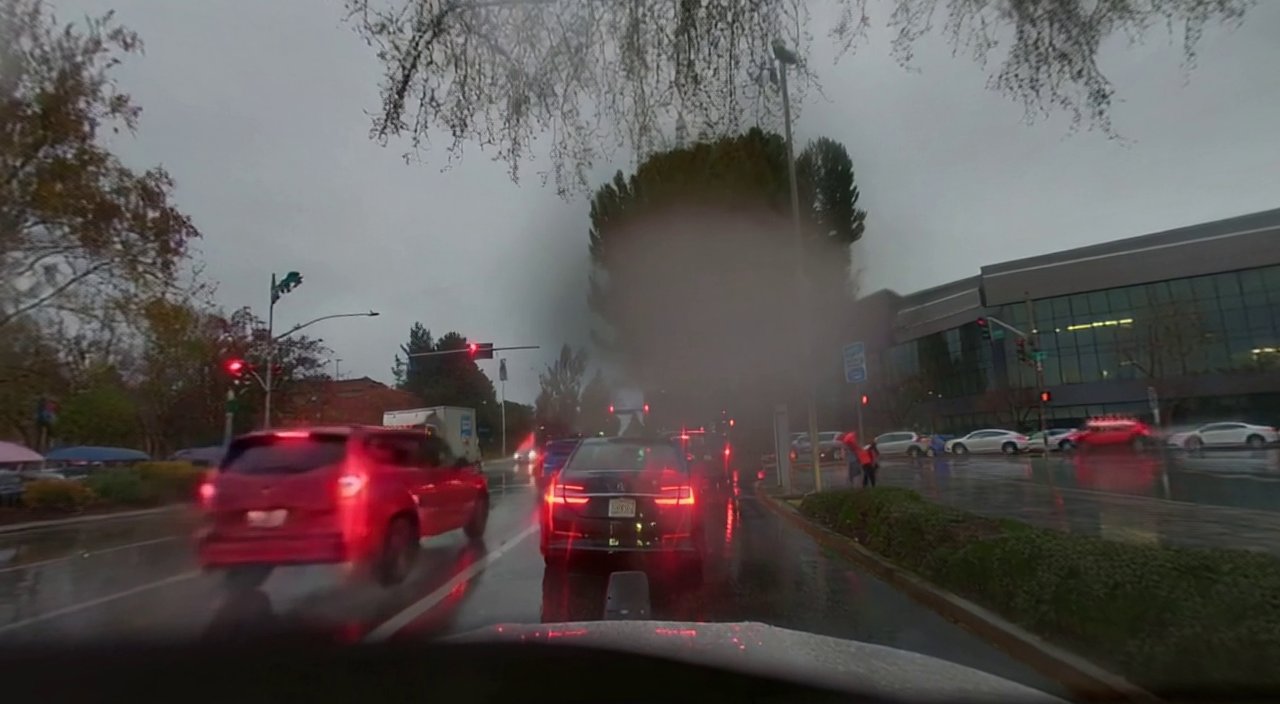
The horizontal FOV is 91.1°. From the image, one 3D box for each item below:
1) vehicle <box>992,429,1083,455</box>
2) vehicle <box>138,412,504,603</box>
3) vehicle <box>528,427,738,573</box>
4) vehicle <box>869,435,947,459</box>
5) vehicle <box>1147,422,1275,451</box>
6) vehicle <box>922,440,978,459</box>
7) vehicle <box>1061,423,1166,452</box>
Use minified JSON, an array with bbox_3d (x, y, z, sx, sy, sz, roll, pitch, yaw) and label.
[{"bbox_3d":[23.806,5.436,37.741,4.454,1.440,1.816,-5,-10,30],"label":"vehicle"},{"bbox_3d":[-3.330,1.718,7.910,2.040,1.660,4.609,0,-9,2],"label":"vehicle"},{"bbox_3d":[-0.057,1.861,8.685,2.182,1.501,4.150,0,-9,1],"label":"vehicle"},{"bbox_3d":[17.541,6.212,41.123,4.441,1.452,1.798,-5,-10,30],"label":"vehicle"},{"bbox_3d":[30.539,4.588,33.788,4.739,1.472,1.804,-5,-10,29],"label":"vehicle"},{"bbox_3d":[24.586,7.724,49.785,3.662,1.442,1.787,-5,-10,32],"label":"vehicle"},{"bbox_3d":[28.998,5.314,38.668,4.814,1.700,1.895,-5,-10,29],"label":"vehicle"}]
